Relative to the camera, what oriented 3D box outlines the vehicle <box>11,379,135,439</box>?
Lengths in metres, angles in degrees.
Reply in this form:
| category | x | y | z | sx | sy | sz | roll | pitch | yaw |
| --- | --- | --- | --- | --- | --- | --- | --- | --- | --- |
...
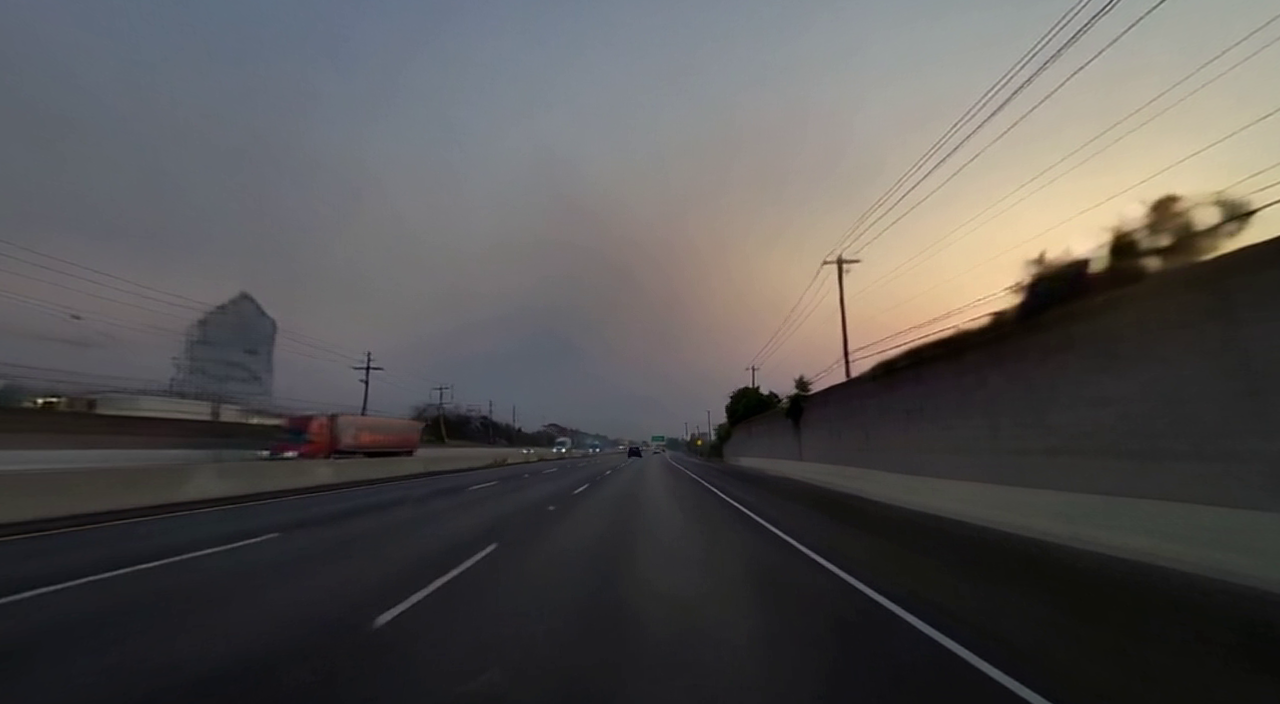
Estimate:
| category | x | y | z | sx | sy | sz | roll | pitch | yaw |
| --- | --- | --- | --- | --- | --- | --- | --- | --- | --- |
| vehicle | -41.978 | 4.367 | 46.974 | 2.956 | 4.052 | 6.119 | -1 | -9 | 6 |
